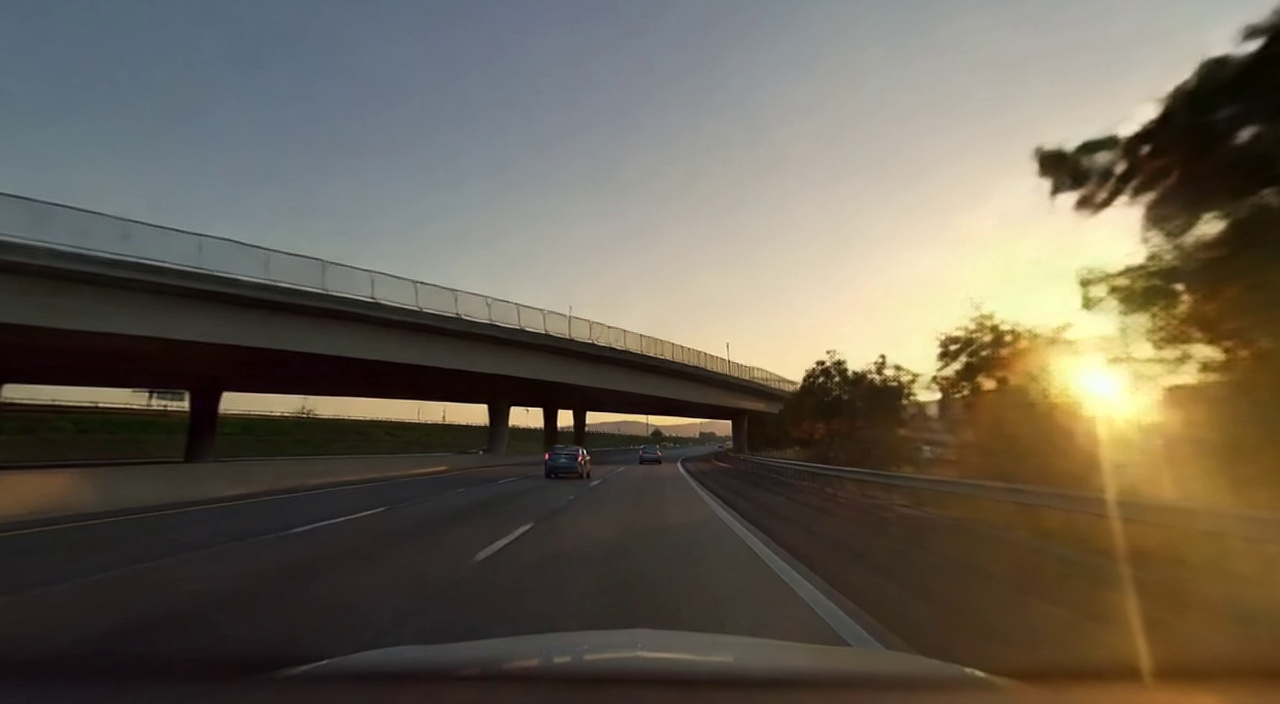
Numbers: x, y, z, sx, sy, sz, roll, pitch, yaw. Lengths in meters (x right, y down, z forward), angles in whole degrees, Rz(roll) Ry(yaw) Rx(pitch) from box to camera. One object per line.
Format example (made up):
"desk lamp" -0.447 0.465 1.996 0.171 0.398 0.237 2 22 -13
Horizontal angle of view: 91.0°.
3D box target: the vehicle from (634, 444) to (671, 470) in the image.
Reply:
"vehicle" 0.793 6.455 38.963 2.129 1.502 4.321 -1 -9 2

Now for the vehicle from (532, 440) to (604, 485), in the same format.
"vehicle" -2.660 4.264 24.489 2.129 1.563 4.387 -1 -9 2
